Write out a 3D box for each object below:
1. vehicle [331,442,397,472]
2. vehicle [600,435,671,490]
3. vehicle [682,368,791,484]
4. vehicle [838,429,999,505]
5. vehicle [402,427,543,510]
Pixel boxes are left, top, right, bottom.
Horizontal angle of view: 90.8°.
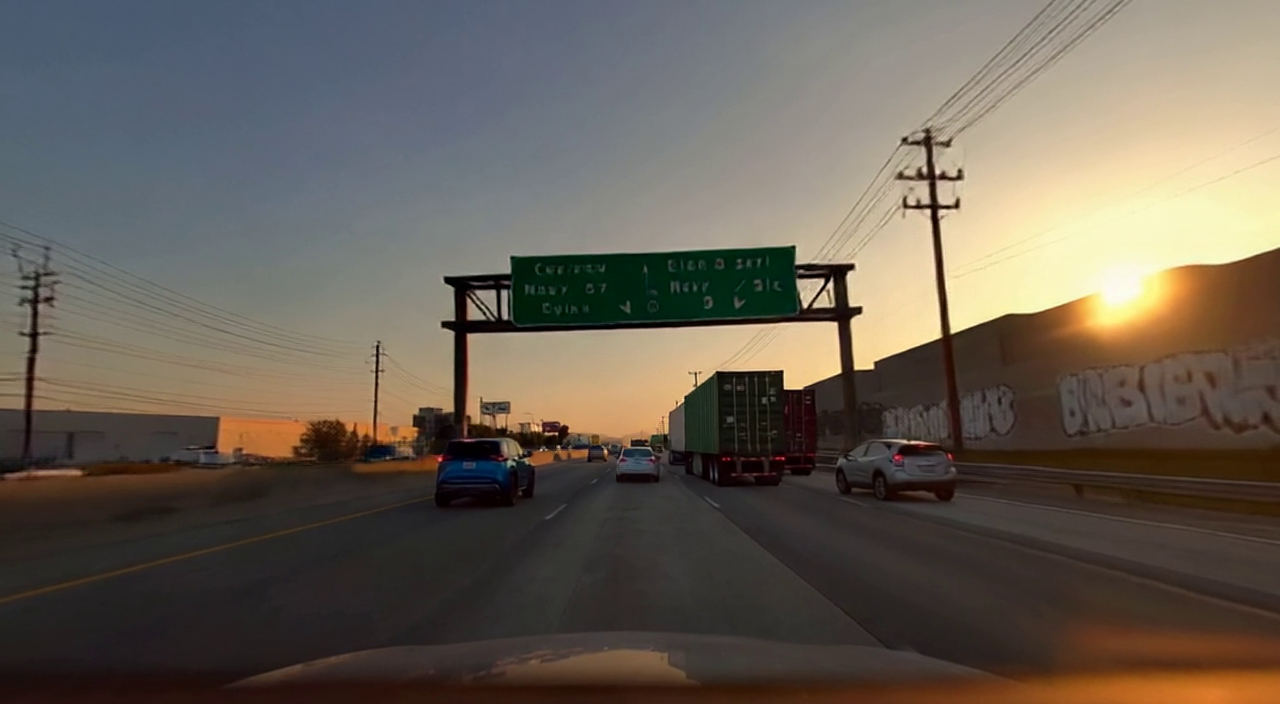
[{"bbox_3d":[-15.935,6.063,36.716,1.896,1.627,4.434,0,-9,-1],"label":"vehicle"},{"bbox_3d":[-0.174,3.759,21.726,2.191,1.685,4.015,0,-9,-1],"label":"vehicle"},{"bbox_3d":[3.788,3.581,28.672,2.800,4.039,13.179,0,-9,0],"label":"vehicle"},{"bbox_3d":[7.179,3.030,16.992,2.202,1.731,4.628,0,-9,0],"label":"vehicle"},{"bbox_3d":[-4.033,2.910,16.192,2.264,1.804,4.584,0,-9,1],"label":"vehicle"}]
